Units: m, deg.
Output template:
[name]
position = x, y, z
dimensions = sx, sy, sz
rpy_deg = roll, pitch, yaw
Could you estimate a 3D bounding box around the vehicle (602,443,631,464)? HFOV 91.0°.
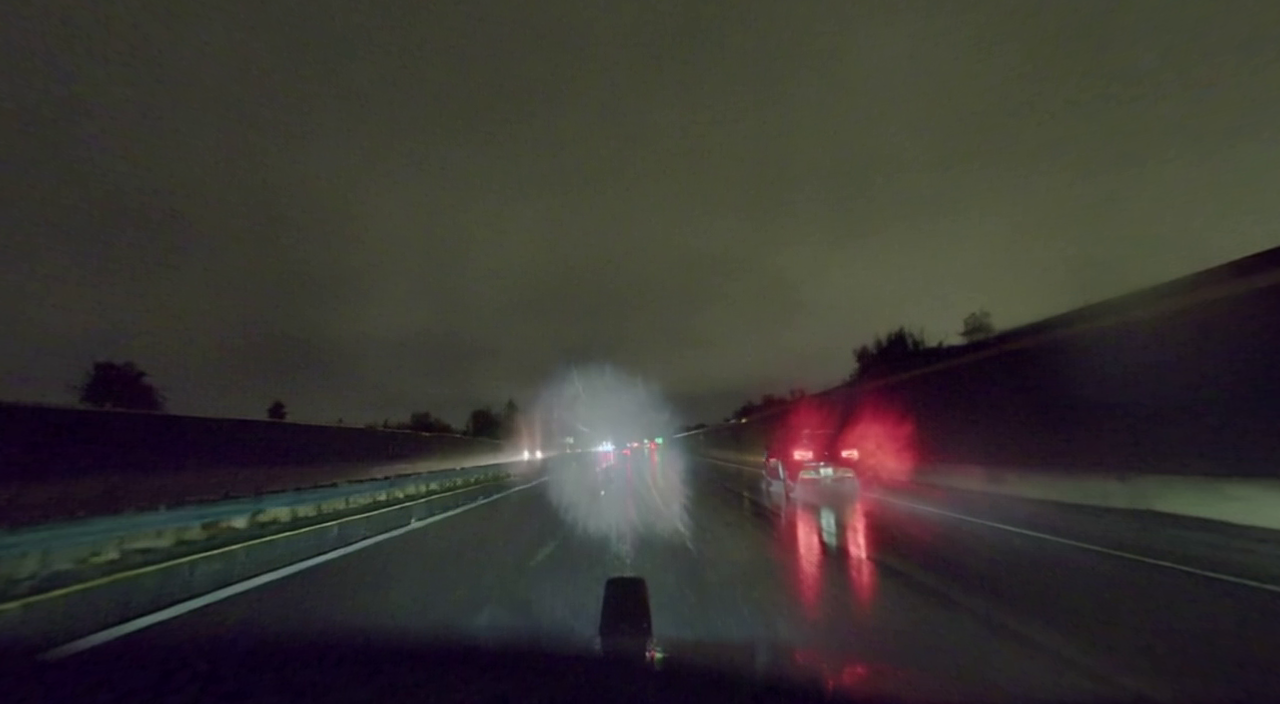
[vehicle]
position = -1.744, 7.655, 47.674
dimensions = 2.050, 1.530, 4.144
rpy_deg = 0, -8, 0
